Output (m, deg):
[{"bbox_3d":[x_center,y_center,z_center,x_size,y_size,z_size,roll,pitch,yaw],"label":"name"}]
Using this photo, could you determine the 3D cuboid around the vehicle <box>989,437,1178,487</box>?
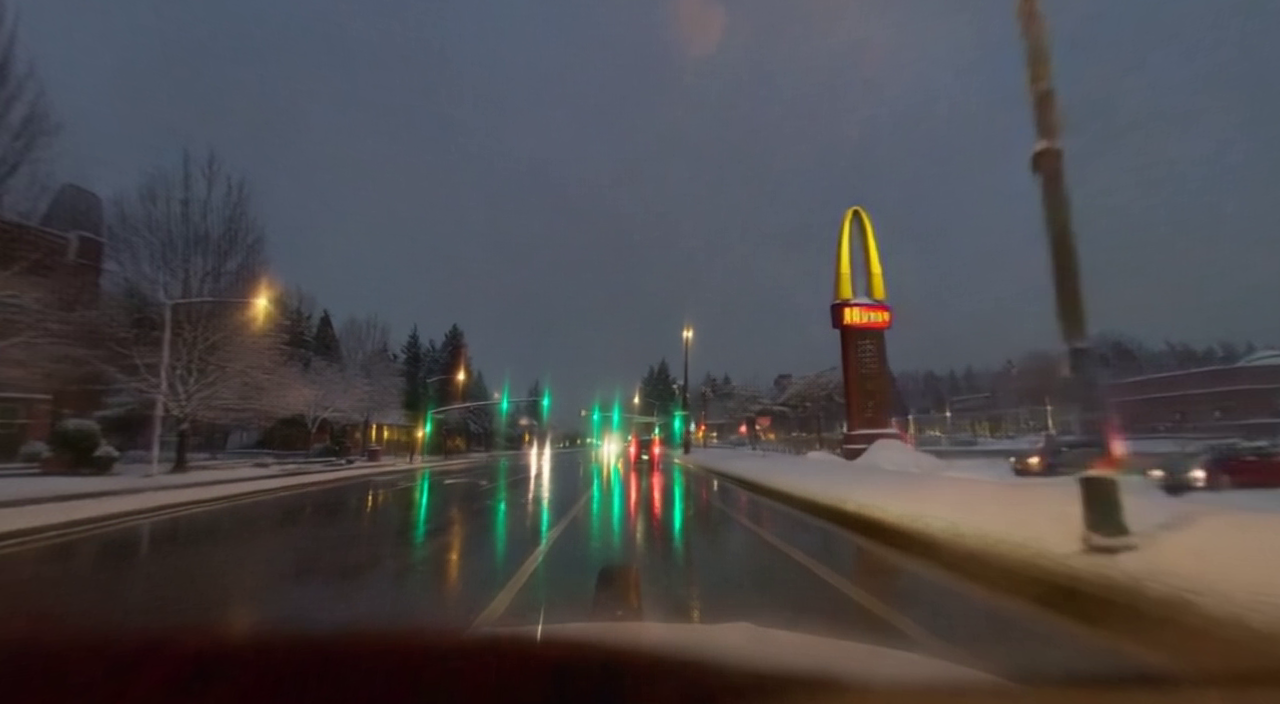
[{"bbox_3d":[13.836,3.434,19.876,4.602,1.461,1.899,1,-8,-5],"label":"vehicle"}]

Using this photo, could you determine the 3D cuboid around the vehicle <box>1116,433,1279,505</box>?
[{"bbox_3d":[13.883,2.613,14.425,4.395,1.497,1.975,0,-7,1],"label":"vehicle"}]

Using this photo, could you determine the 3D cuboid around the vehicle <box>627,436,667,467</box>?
[{"bbox_3d":[0.374,5.866,37.334,2.230,1.683,4.204,0,-8,0],"label":"vehicle"}]
